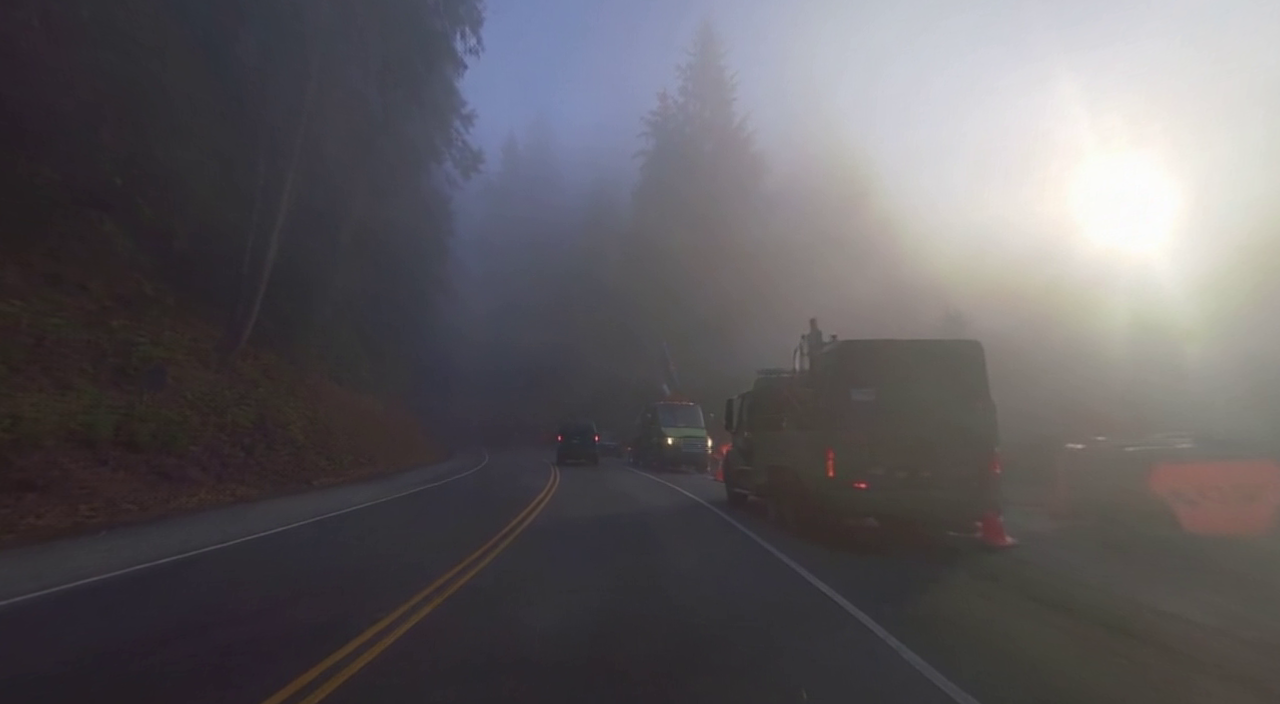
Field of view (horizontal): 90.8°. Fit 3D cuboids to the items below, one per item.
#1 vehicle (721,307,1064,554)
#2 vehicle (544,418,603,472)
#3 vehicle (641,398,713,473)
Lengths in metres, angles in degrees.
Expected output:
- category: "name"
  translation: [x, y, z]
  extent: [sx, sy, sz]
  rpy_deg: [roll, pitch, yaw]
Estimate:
- category: "vehicle"
  translation: [3.928, 1.589, 12.803]
  extent: [3.126, 3.310, 8.534]
  rpy_deg: [0, -8, -2]
- category: "vehicle"
  translation: [-3.149, 4.243, 28.901]
  extent: [2.362, 2.223, 4.892]
  rpy_deg: [1, -9, -9]
- category: "vehicle"
  translation: [1.504, 3.706, 27.865]
  extent: [2.703, 3.066, 4.047]
  rpy_deg: [0, -9, -3]
